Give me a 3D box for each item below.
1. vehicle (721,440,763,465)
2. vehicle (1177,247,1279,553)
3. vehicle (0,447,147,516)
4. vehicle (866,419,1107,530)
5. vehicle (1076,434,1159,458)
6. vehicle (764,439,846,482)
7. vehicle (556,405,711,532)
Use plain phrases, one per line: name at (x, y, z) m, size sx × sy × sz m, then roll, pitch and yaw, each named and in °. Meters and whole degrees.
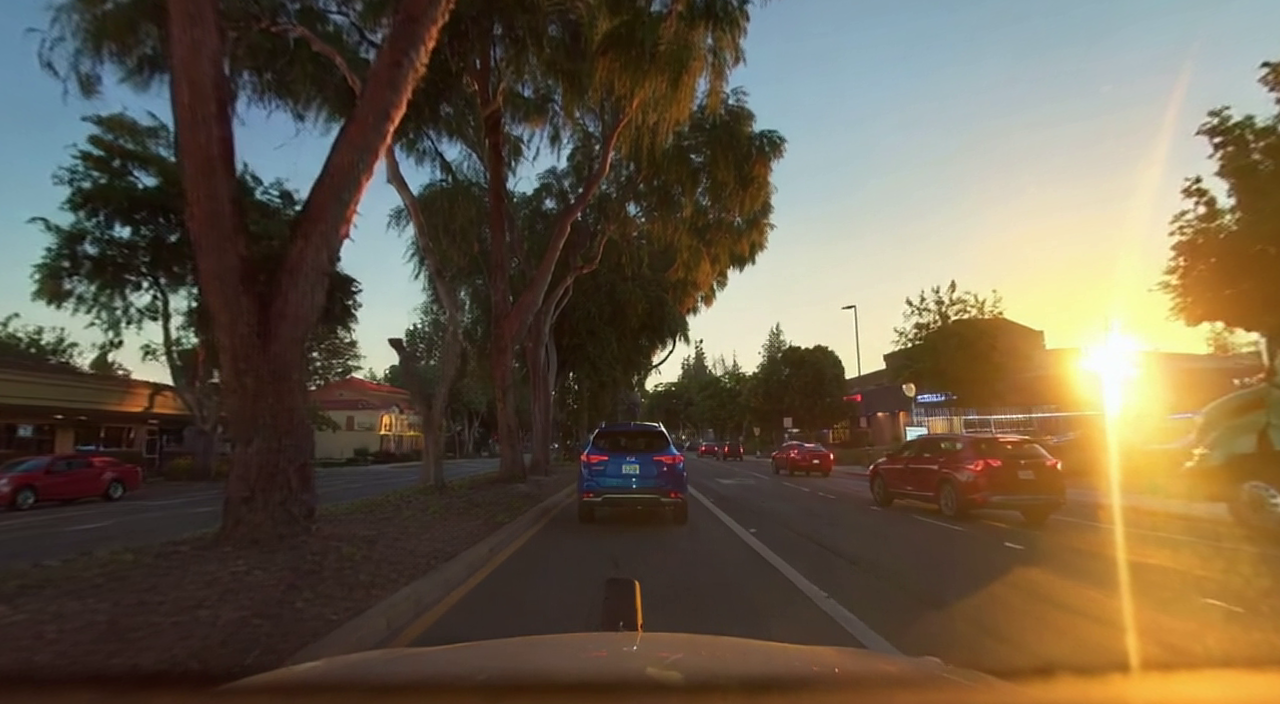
vehicle at (6.557, 6.518, 41.053) m, size 1.914 × 1.523 × 4.287 m, roll 0°, pitch -9°, yaw -2°
vehicle at (10.001, 0.203, 5.500) m, size 3.030 × 4.019 × 8.420 m, roll 0°, pitch -9°, yaw 0°
vehicle at (-19.255, 4.057, 20.445) m, size 2.302 × 1.939 × 5.221 m, roll 0°, pitch -9°, yaw 1°
vehicle at (6.223, 2.248, 12.138) m, size 2.056 × 1.703 × 4.428 m, roll 0°, pitch -9°, yaw 0°
vehicle at (33.201, 6.565, 44.138) m, size 1.959 × 1.580 × 4.873 m, roll 0°, pitch -9°, yaw 0°
vehicle at (6.455, 4.289, 25.209) m, size 2.035 × 1.553 × 4.465 m, roll 0°, pitch -9°, yaw 0°
vehicle at (-0.121, 2.064, 11.640) m, size 2.320 × 1.880 × 4.192 m, roll 0°, pitch -9°, yaw -1°
